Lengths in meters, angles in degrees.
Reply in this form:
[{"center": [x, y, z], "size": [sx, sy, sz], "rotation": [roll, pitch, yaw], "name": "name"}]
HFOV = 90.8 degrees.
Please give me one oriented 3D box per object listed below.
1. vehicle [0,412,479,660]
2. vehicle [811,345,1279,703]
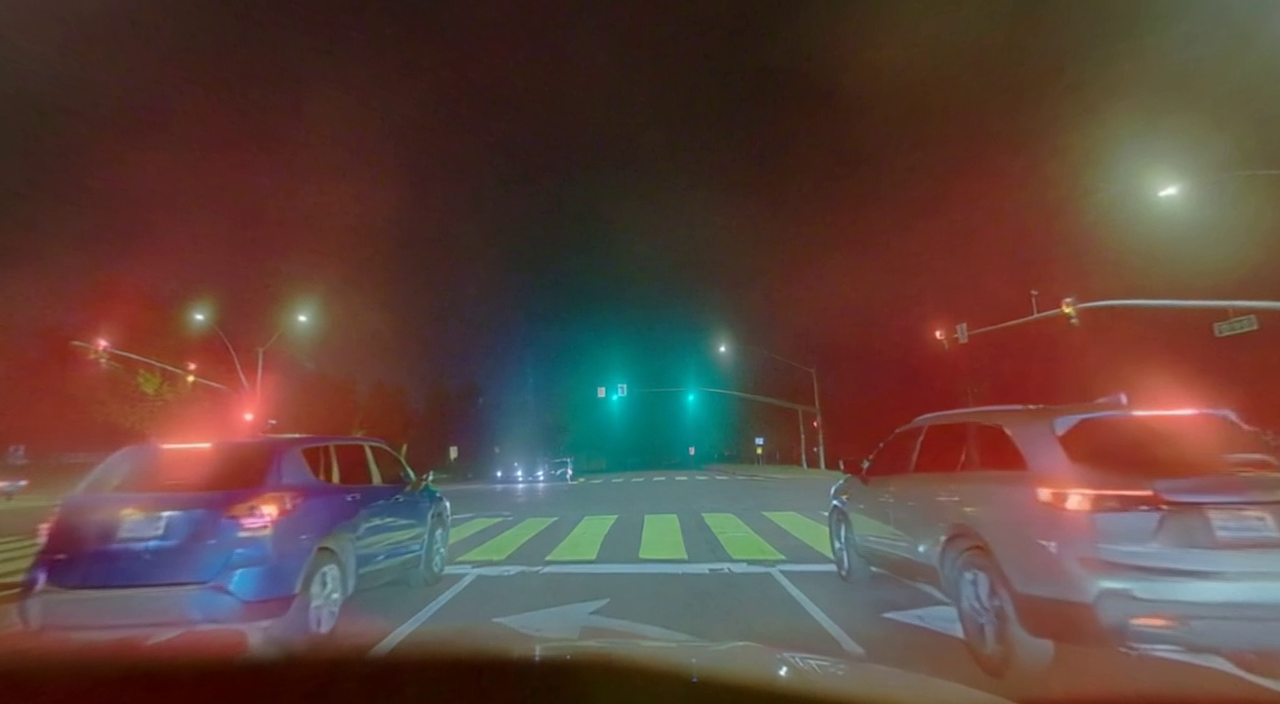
[{"center": [-3.021, 1.423, 5.856], "size": [1.969, 1.513, 3.773], "rotation": [0, -9, 1], "name": "vehicle"}, {"center": [2.883, 1.134, 4.368], "size": [2.099, 1.671, 4.491], "rotation": [0, -9, 0], "name": "vehicle"}]
